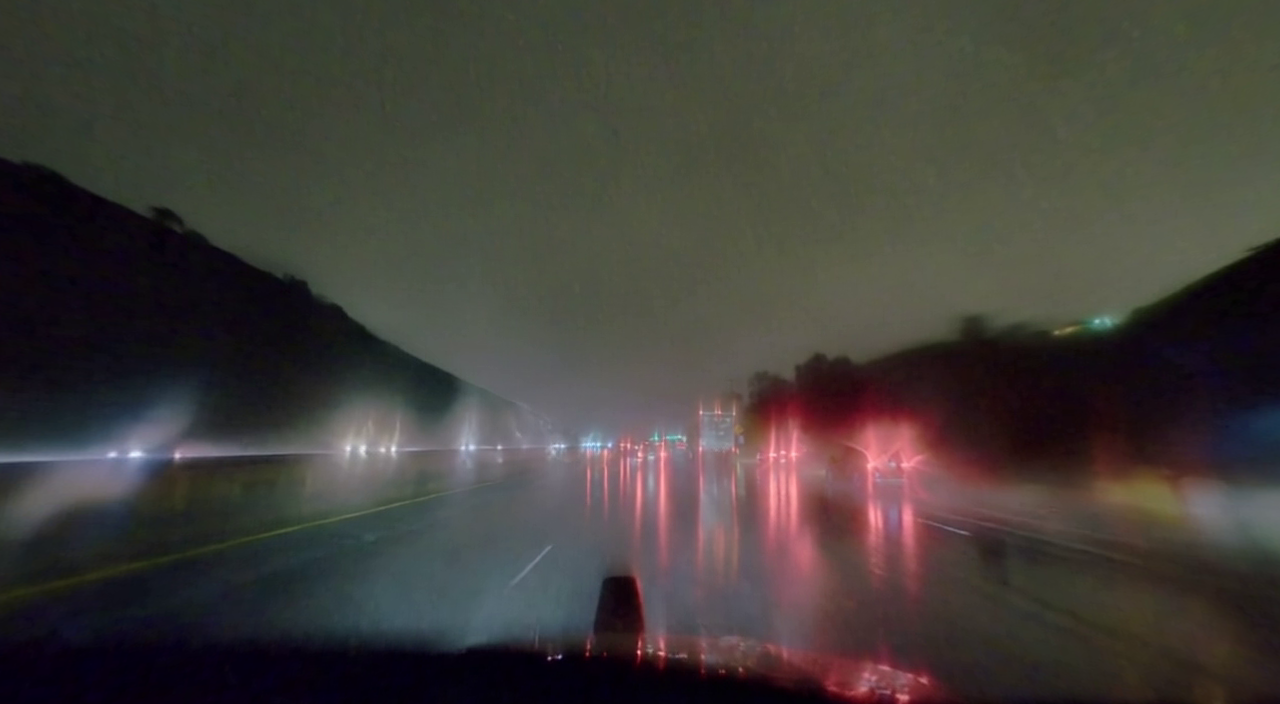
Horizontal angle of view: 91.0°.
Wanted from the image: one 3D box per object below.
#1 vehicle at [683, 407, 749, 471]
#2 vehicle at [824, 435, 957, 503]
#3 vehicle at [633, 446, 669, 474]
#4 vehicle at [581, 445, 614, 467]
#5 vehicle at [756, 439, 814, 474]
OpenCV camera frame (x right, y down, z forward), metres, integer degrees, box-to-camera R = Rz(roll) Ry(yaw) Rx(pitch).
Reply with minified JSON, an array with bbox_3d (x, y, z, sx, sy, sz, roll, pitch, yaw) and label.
[{"bbox_3d":[4.704,5.820,41.650,3.130,3.607,11.129,0,-9,1],"label":"vehicle"},{"bbox_3d":[7.020,3.311,18.244,2.044,1.676,4.421,0,-9,0],"label":"vehicle"},{"bbox_3d":[0.614,5.994,35.196,1.866,1.492,3.932,0,-9,1],"label":"vehicle"},{"bbox_3d":[-3.136,7.746,47.052,2.132,1.506,4.256,0,-9,0],"label":"vehicle"},{"bbox_3d":[7.994,5.787,35.149,2.143,1.775,4.729,0,-9,0],"label":"vehicle"}]
